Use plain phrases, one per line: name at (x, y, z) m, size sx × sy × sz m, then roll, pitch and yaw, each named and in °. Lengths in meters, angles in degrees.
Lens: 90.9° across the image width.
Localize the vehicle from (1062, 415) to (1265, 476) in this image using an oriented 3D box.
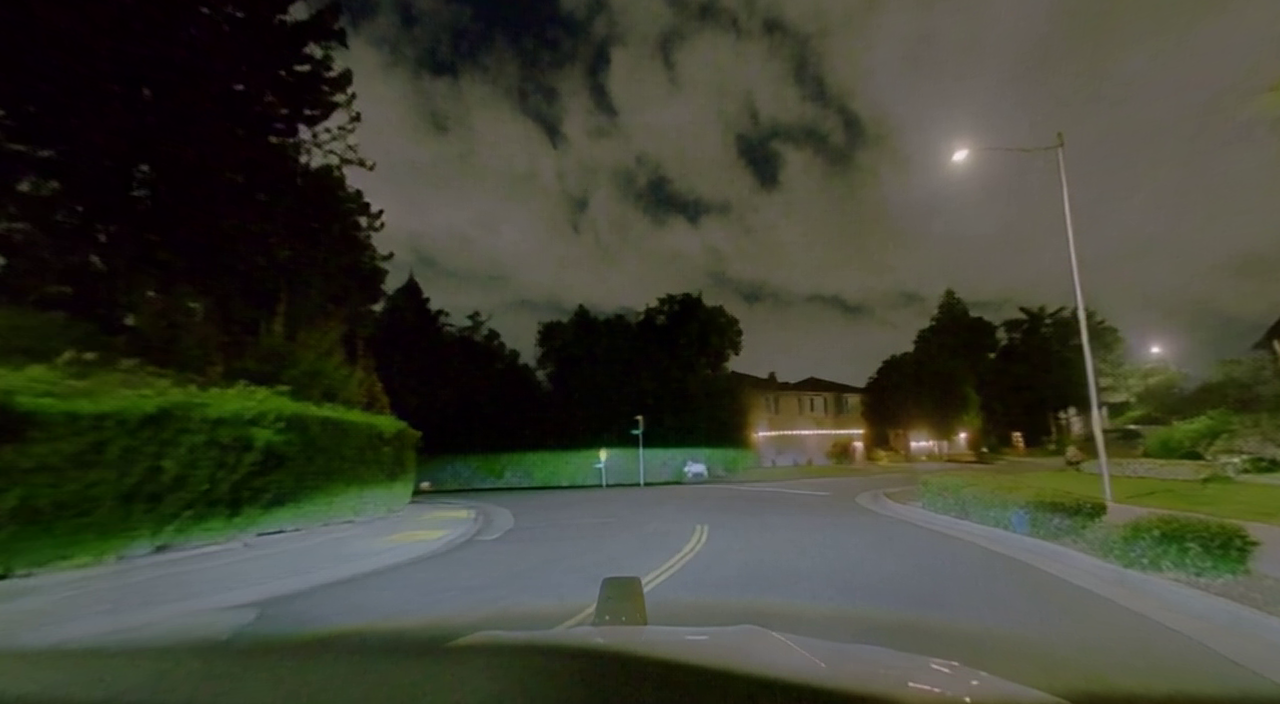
vehicle at (16.791, 3.071, 20.673) m, size 2.023 × 1.756 × 4.799 m, roll 2°, pitch -9°, yaw -10°

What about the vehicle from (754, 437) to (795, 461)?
vehicle at (9.487, 6.846, 44.693) m, size 1.802 × 1.548 × 3.501 m, roll 3°, pitch -8°, yaw -7°
